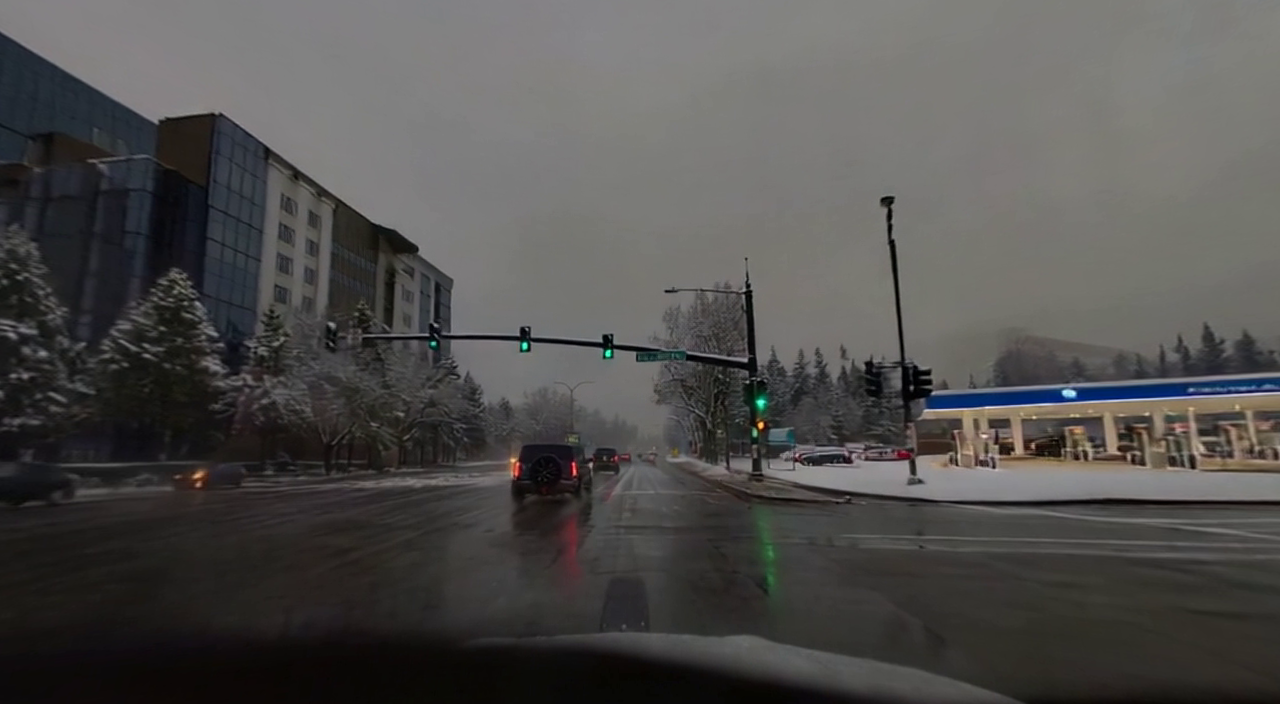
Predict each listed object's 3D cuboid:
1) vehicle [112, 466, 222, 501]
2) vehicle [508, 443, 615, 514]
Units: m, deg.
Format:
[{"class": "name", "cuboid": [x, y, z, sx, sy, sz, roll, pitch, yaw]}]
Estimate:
[{"class": "vehicle", "cuboid": [-23.540, 6.536, 31.617, 1.822, 1.451, 4.593, -1, -9, 2]}, {"class": "vehicle", "cuboid": [-2.057, 3.489, 17.941, 2.183, 1.731, 4.338, -1, -9, 4]}]
